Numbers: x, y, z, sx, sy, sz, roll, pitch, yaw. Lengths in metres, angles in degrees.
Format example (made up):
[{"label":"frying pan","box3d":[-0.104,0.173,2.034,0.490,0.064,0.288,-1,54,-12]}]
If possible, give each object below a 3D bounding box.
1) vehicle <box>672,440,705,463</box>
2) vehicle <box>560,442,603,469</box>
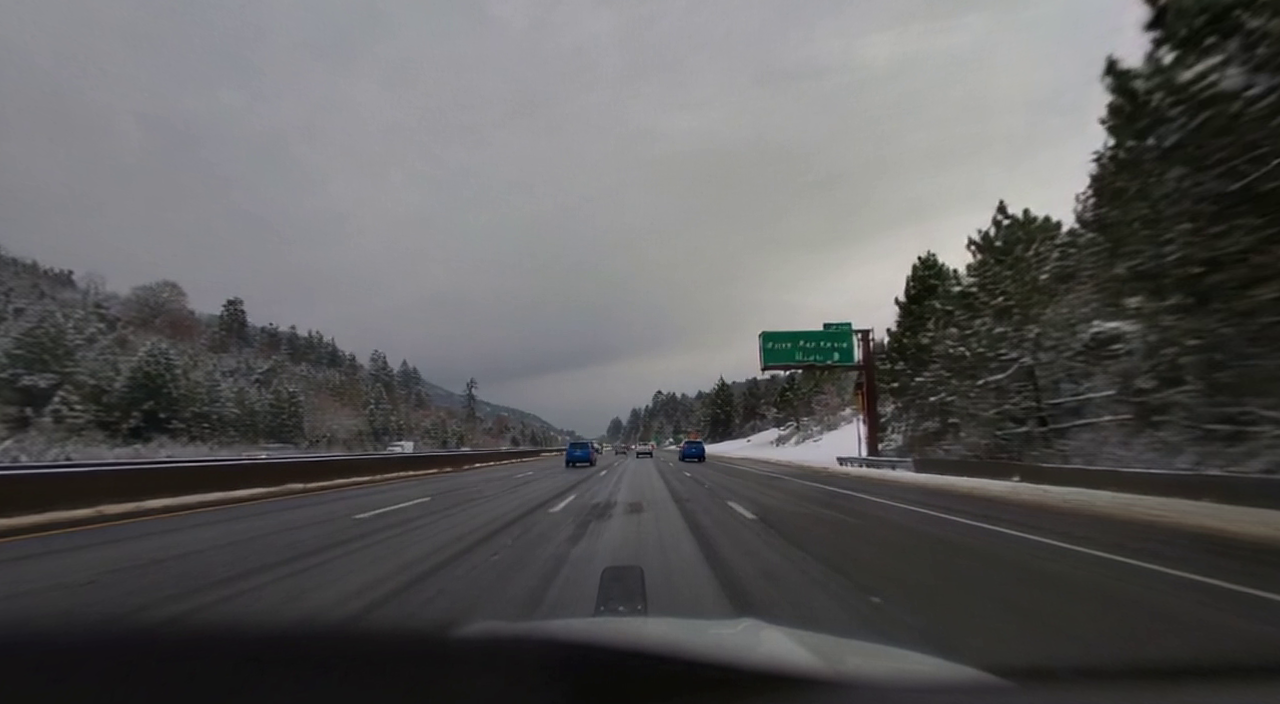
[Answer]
[{"label":"vehicle","box3d":[3.664,7.629,48.624,2.168,1.681,4.279,0,-8,0]},{"label":"vehicle","box3d":[-3.492,6.271,38.475,2.159,1.562,4.441,0,-8,1]}]
